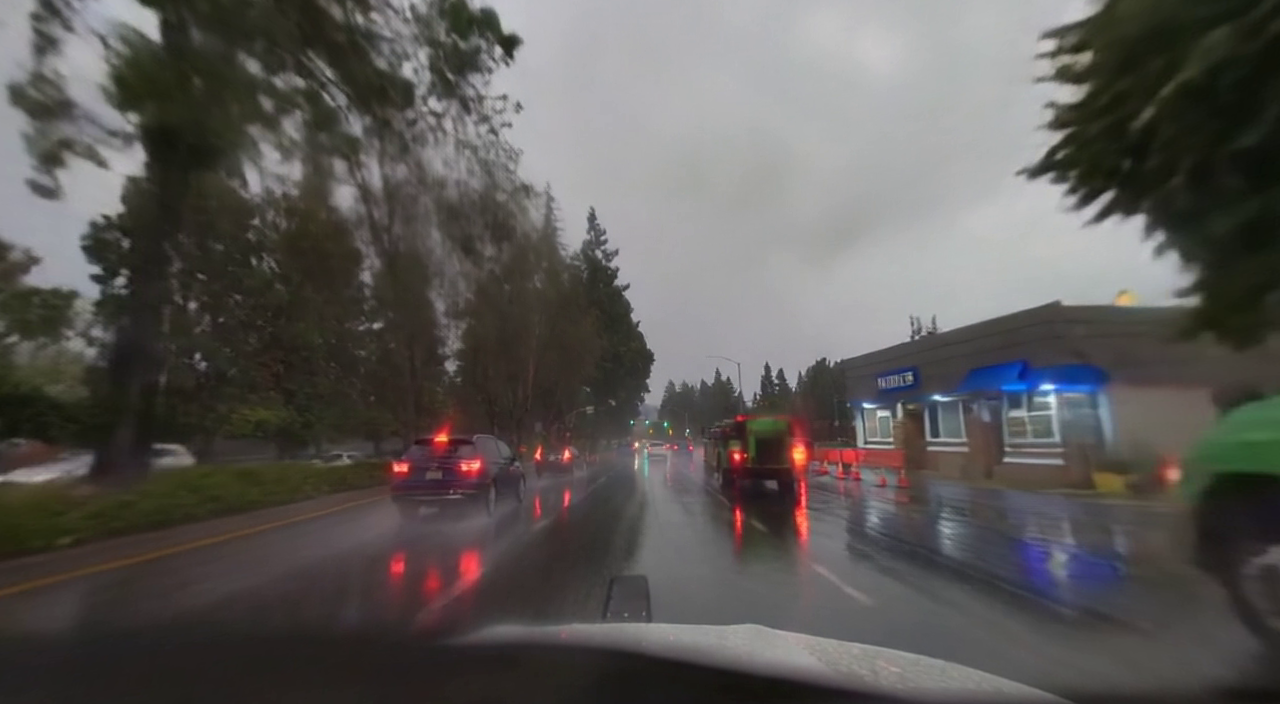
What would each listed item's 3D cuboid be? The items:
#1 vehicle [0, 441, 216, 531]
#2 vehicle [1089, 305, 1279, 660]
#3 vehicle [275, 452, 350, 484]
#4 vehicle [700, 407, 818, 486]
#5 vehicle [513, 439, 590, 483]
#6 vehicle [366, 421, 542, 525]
[{"bbox_3d":[-12.496,2.986,14.753,1.920,1.758,4.452,0,-8,1],"label":"vehicle"},{"bbox_3d":[5.349,0.566,2.200,2.653,2.231,6.793,0,-8,1],"label":"vehicle"},{"bbox_3d":[-19.306,6.831,37.406,1.874,1.671,4.568,0,-8,1],"label":"vehicle"},{"bbox_3d":[4.091,3.546,23.758,2.760,2.465,7.936,0,-8,-1],"label":"vehicle"},{"bbox_3d":[-3.218,4.066,23.894,2.107,1.482,4.674,0,-8,2],"label":"vehicle"},{"bbox_3d":[-3.399,2.308,12.562,2.038,1.682,4.399,0,-8,2],"label":"vehicle"}]
